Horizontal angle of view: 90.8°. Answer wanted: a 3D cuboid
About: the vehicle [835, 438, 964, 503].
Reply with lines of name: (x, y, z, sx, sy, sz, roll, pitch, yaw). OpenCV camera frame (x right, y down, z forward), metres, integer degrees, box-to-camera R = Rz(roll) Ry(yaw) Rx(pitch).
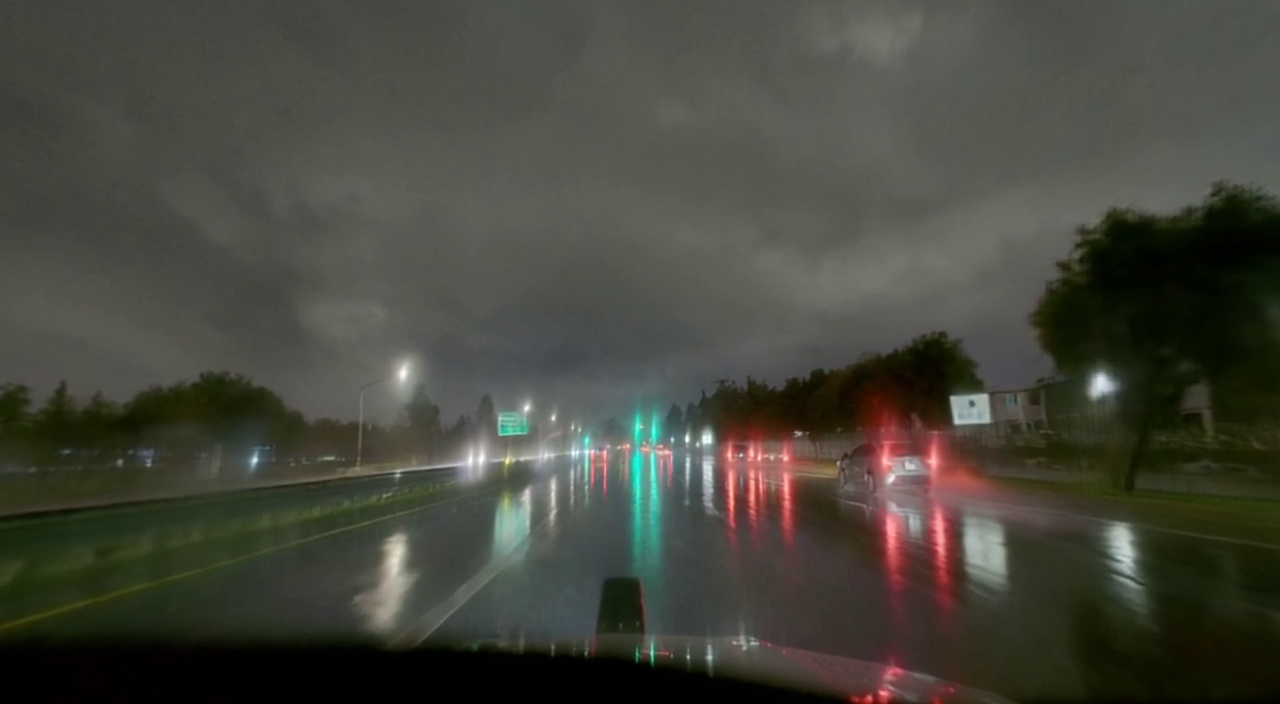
vehicle: (6.781, 3.095, 16.952, 1.838, 1.518, 3.713, 0, -8, 0)

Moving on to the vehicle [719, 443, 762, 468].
vehicle: (6.620, 6.866, 42.086, 1.987, 1.597, 4.463, 0, -8, -2)
